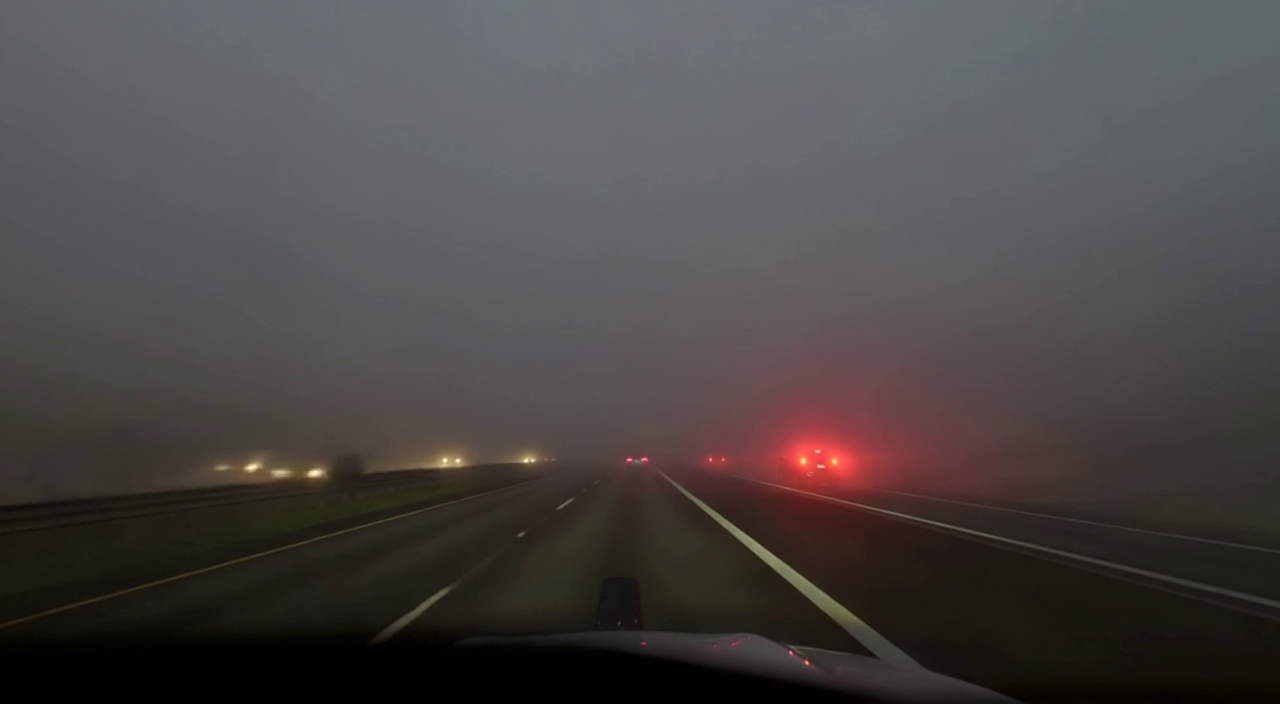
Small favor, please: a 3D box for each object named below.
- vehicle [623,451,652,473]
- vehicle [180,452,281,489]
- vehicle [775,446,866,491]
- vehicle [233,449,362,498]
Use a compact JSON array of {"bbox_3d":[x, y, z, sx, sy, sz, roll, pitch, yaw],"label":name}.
[{"bbox_3d":[-0.148,8.028,45.920,2.025,1.526,4.181,0,-9,0],"label":"vehicle"},{"bbox_3d":[-19.067,5.510,29.424,1.892,1.558,4.148,0,-9,0],"label":"vehicle"},{"bbox_3d":[6.783,4.415,24.126,2.008,1.533,4.592,0,-9,-1],"label":"vehicle"},{"bbox_3d":[-12.080,4.279,22.537,2.066,1.526,4.529,0,-9,0],"label":"vehicle"}]
